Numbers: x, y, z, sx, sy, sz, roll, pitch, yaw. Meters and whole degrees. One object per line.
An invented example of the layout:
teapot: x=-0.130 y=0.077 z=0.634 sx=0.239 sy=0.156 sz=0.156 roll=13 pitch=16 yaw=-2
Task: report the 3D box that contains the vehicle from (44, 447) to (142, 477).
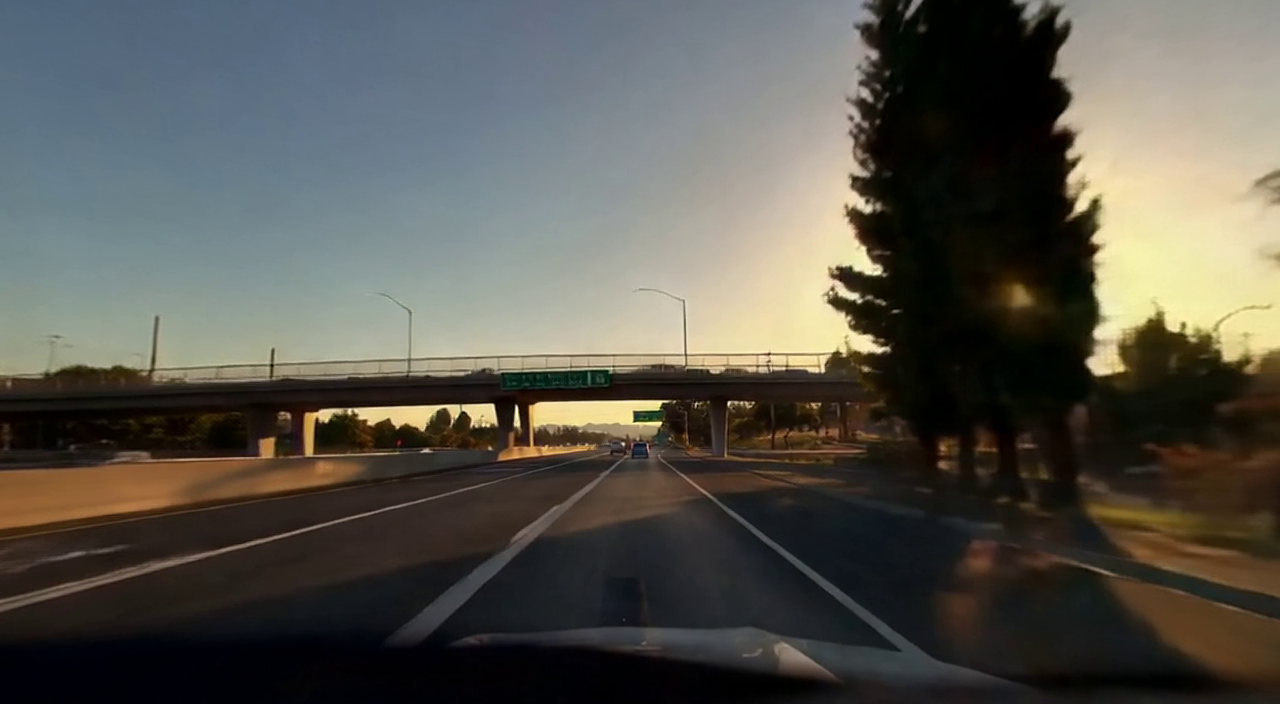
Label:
vehicle: x=-35.406 y=7.104 z=41.008 sx=2.007 sy=1.769 sz=4.826 roll=0 pitch=-8 yaw=0
